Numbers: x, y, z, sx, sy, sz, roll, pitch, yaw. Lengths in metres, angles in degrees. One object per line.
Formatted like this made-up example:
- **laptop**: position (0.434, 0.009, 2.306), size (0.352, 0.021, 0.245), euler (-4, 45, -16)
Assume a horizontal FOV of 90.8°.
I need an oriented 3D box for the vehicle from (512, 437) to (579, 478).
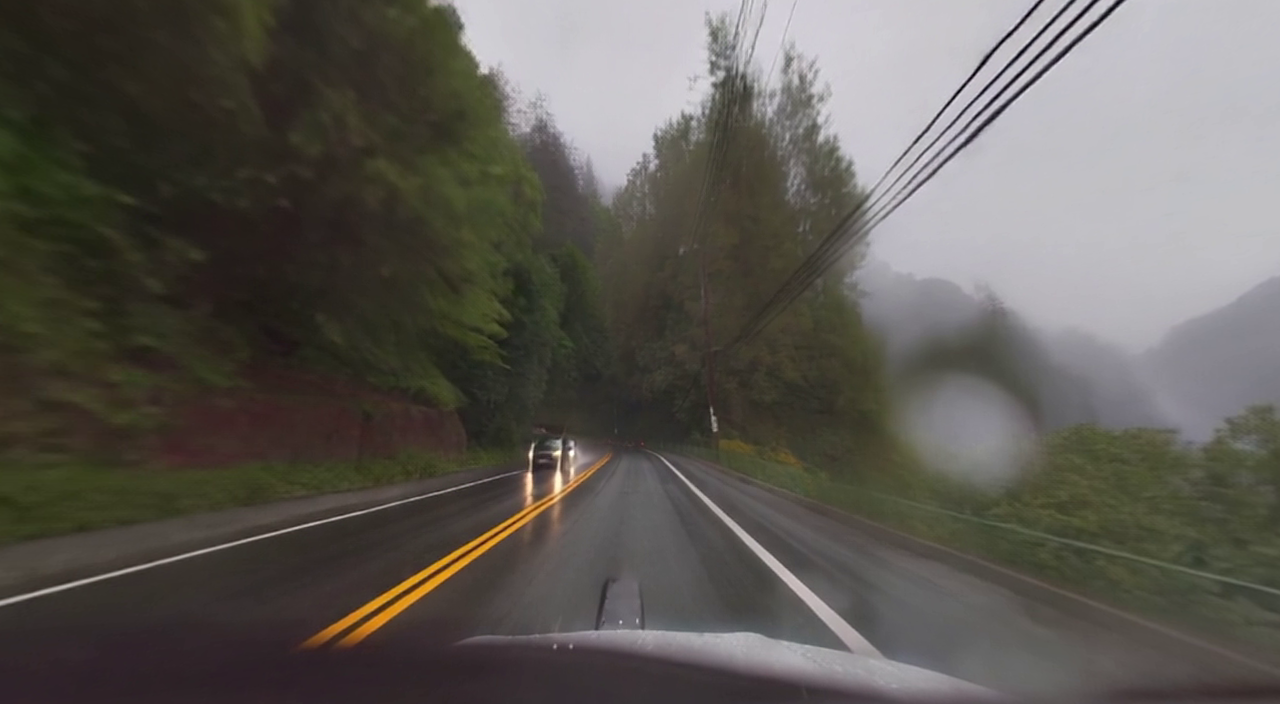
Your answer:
- **vehicle**: position (-4.428, 5.075, 30.750), size (2.172, 1.744, 6.543), euler (-1, -8, 1)
